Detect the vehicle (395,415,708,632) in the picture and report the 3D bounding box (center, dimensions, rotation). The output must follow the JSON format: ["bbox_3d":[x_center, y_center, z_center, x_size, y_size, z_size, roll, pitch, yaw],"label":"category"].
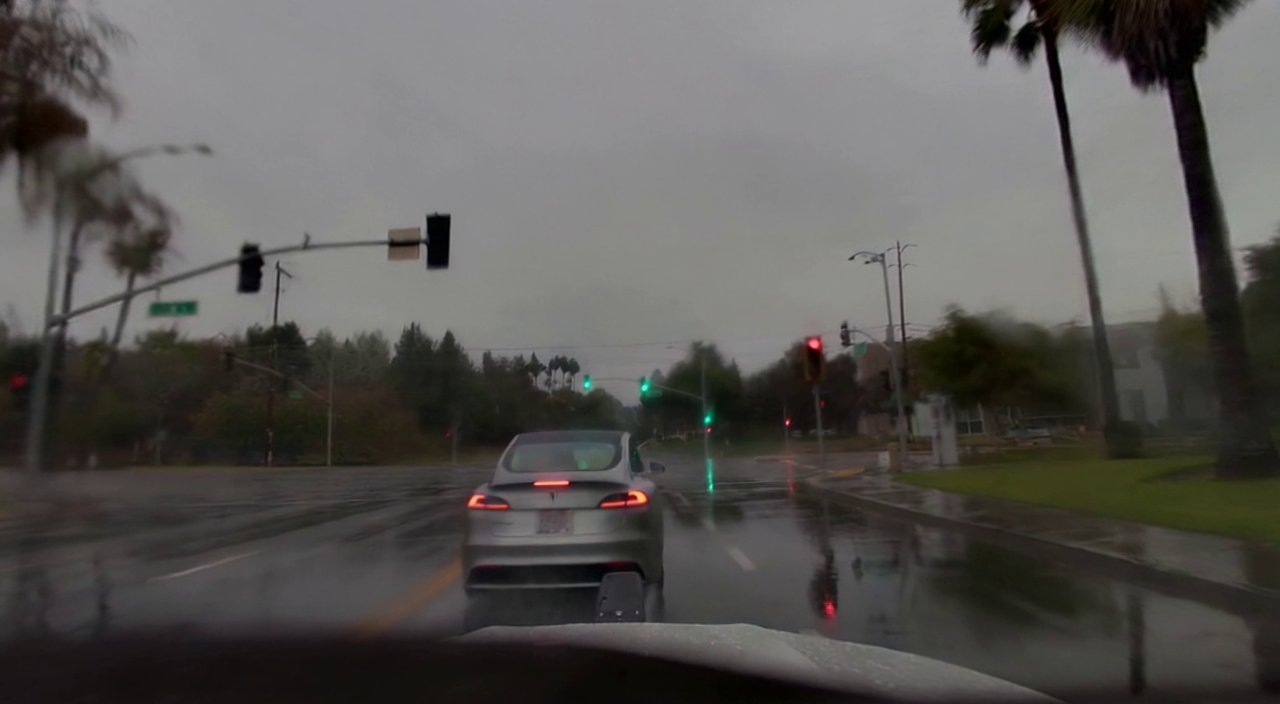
[{"bbox_3d":[-0.636,1.504,6.559,2.152,1.478,4.229,0,-9,-1],"label":"vehicle"}]
